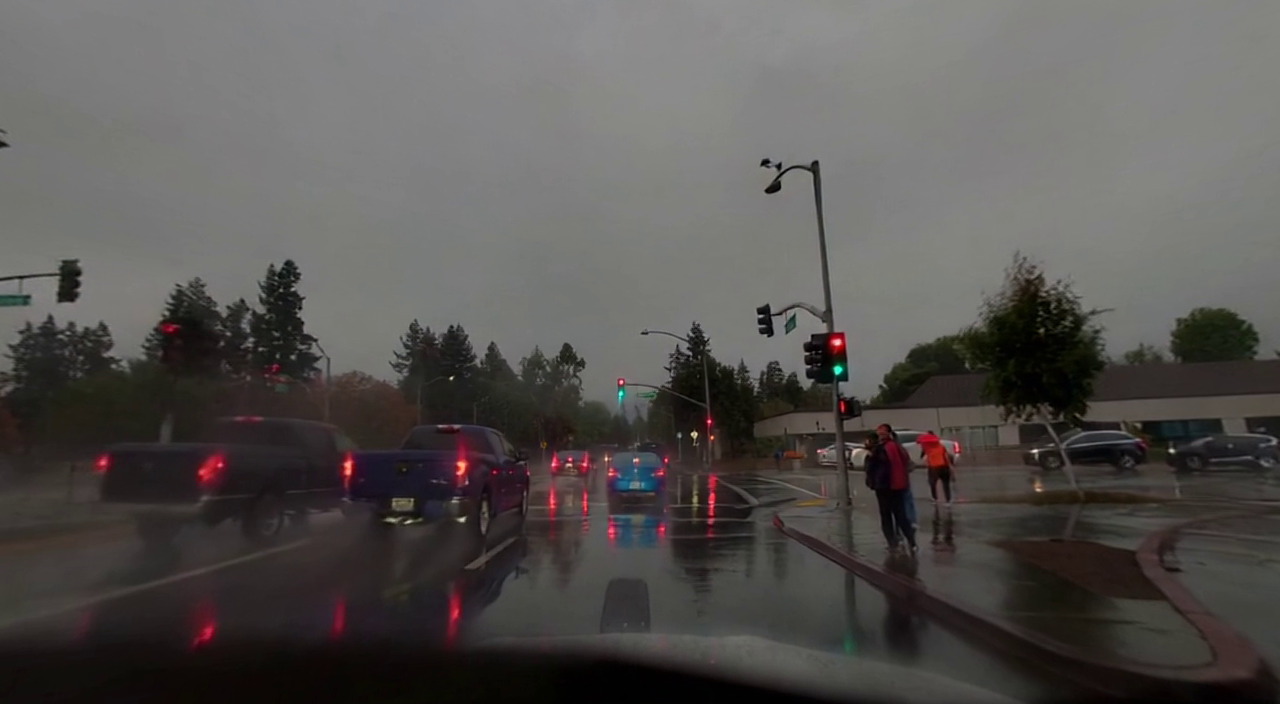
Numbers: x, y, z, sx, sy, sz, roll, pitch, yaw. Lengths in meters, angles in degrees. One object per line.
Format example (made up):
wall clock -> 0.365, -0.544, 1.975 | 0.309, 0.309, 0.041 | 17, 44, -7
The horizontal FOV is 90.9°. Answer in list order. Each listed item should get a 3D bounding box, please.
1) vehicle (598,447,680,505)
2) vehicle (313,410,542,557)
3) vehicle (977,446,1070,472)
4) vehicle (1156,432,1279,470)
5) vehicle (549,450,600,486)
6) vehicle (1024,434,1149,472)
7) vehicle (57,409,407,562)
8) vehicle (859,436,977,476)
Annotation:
vehicle -> 0.025, 3.585, 18.723 | 2.144, 1.497, 4.446 | 0, -9, 1
vehicle -> -3.250, 2.138, 11.044 | 2.202, 1.961, 4.980 | 0, -9, 1
vehicle -> 21.408, 5.971, 35.279 | 3.983, 1.443, 1.831 | 0, -9, 1
vehicle -> 29.210, 4.927, 31.440 | 4.967, 1.794, 2.044 | 0, -9, 3
vehicle -> -3.234, 5.846, 32.152 | 2.003, 1.655, 4.878 | 0, -9, 1
vehicle -> 22.208, 5.027, 31.483 | 4.529, 1.786, 2.110 | 0, -9, 2
vehicle -> -6.564, 2.232, 11.468 | 2.544, 2.018, 5.893 | 0, -9, -2
vehicle -> 12.454, 4.704, 28.488 | 4.394, 1.724, 1.886 | 0, -9, 1
